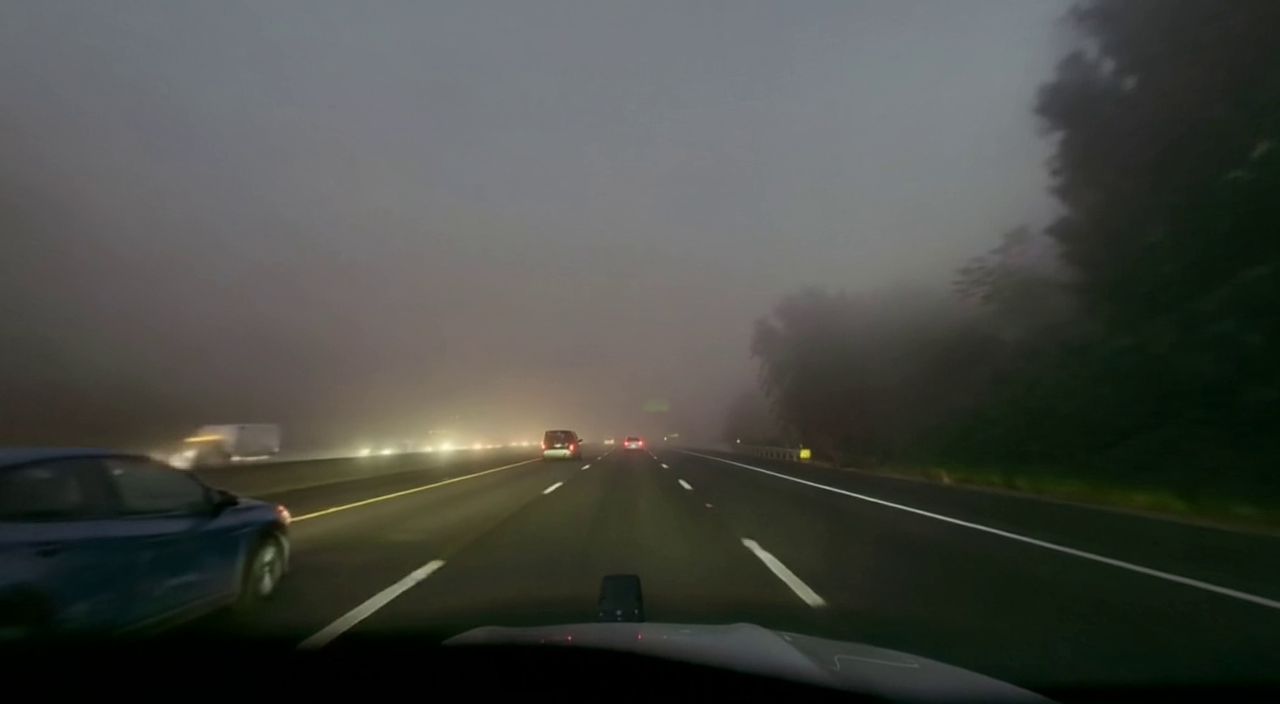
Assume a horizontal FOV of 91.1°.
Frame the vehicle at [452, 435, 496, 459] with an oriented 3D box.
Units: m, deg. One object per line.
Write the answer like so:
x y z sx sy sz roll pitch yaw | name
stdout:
-12.120 6.963 46.177 1.961 1.644 4.247 -1 -8 1 | vehicle

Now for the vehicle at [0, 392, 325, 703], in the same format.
-3.818 1.066 3.516 1.953 1.550 4.167 0 -8 0 | vehicle

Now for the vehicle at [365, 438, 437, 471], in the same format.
-11.785 5.046 31.306 1.891 1.522 4.210 0 -8 0 | vehicle

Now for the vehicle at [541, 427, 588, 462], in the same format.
-4.332 5.392 36.871 2.115 1.887 4.721 0 -8 0 | vehicle
